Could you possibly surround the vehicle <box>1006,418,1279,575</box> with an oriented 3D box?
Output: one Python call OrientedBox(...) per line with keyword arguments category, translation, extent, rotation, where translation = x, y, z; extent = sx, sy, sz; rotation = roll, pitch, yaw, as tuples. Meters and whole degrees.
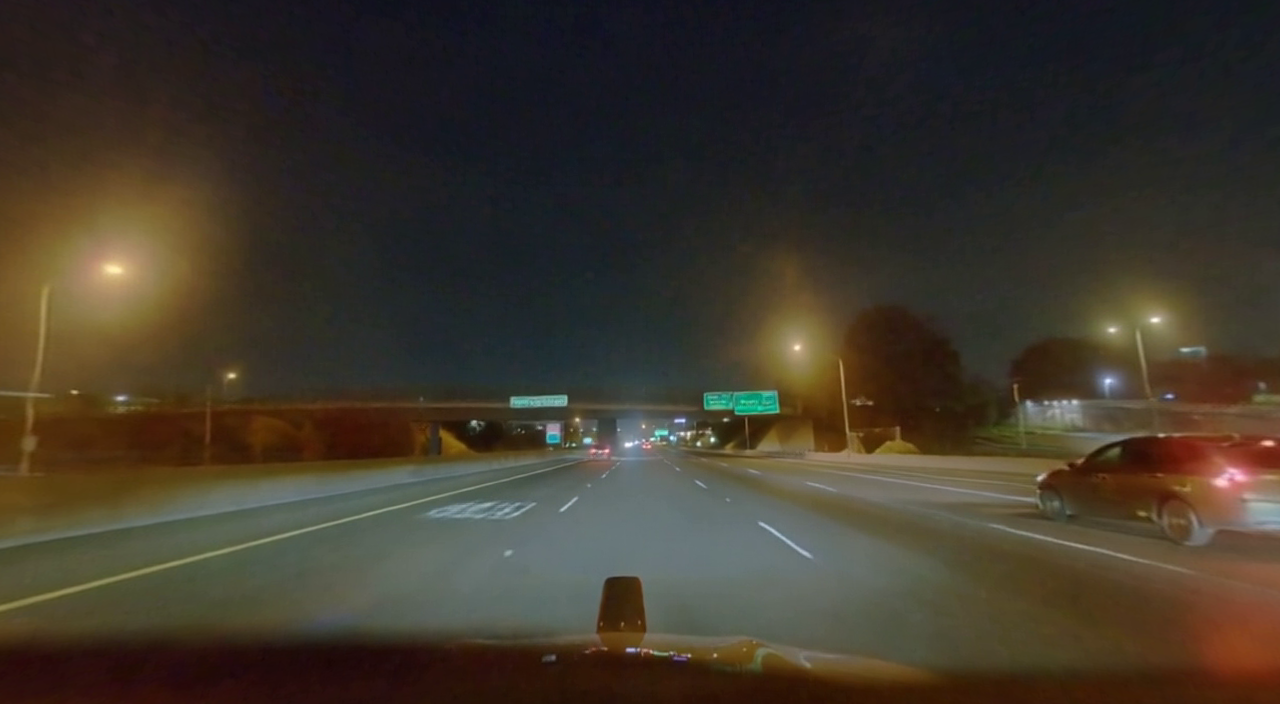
OrientedBox(category="vehicle", translation=(7.619, 1.832, 8.831), extent=(2.032, 1.601, 4.863), rotation=(0, -8, 0))
